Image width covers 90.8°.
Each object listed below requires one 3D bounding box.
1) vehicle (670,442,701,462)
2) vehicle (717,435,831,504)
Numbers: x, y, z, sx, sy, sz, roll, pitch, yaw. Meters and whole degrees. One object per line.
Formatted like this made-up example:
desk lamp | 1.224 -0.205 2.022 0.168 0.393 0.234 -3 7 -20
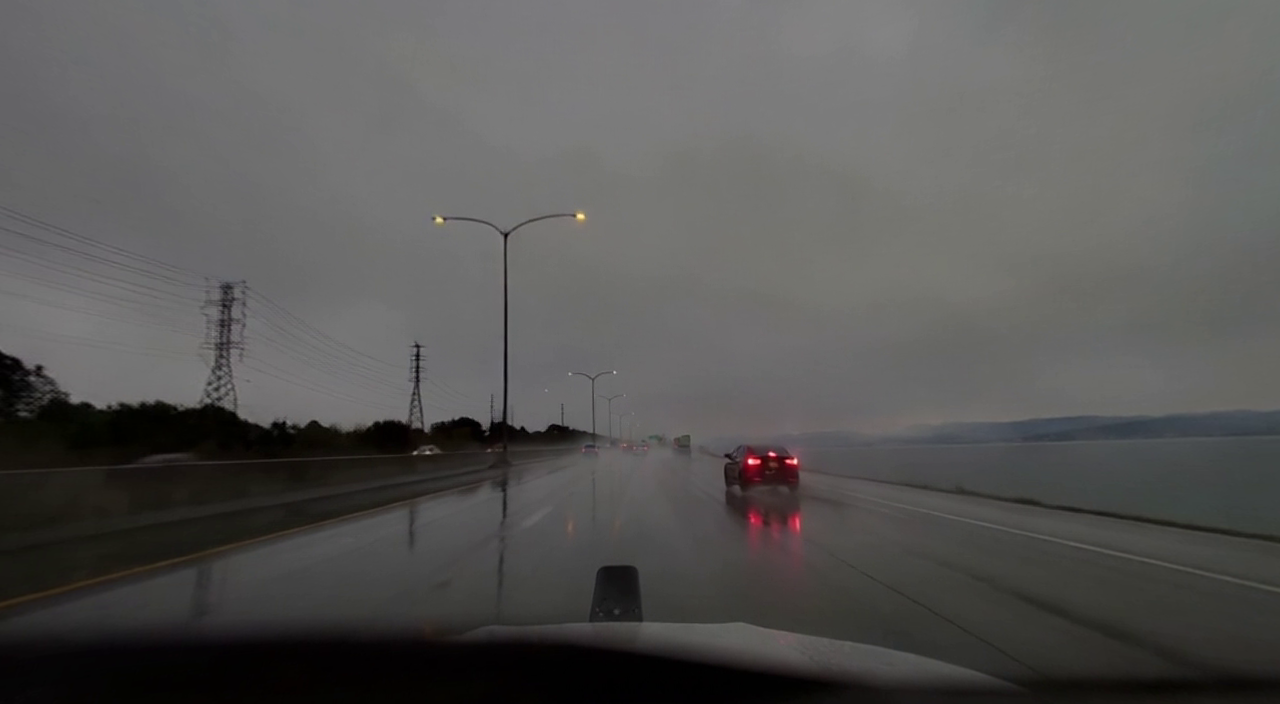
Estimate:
vehicle | 3.542 7.835 49.669 2.000 1.533 4.438 0 -8 -1
vehicle | 3.206 2.906 16.096 1.890 1.490 4.373 0 -8 -1
